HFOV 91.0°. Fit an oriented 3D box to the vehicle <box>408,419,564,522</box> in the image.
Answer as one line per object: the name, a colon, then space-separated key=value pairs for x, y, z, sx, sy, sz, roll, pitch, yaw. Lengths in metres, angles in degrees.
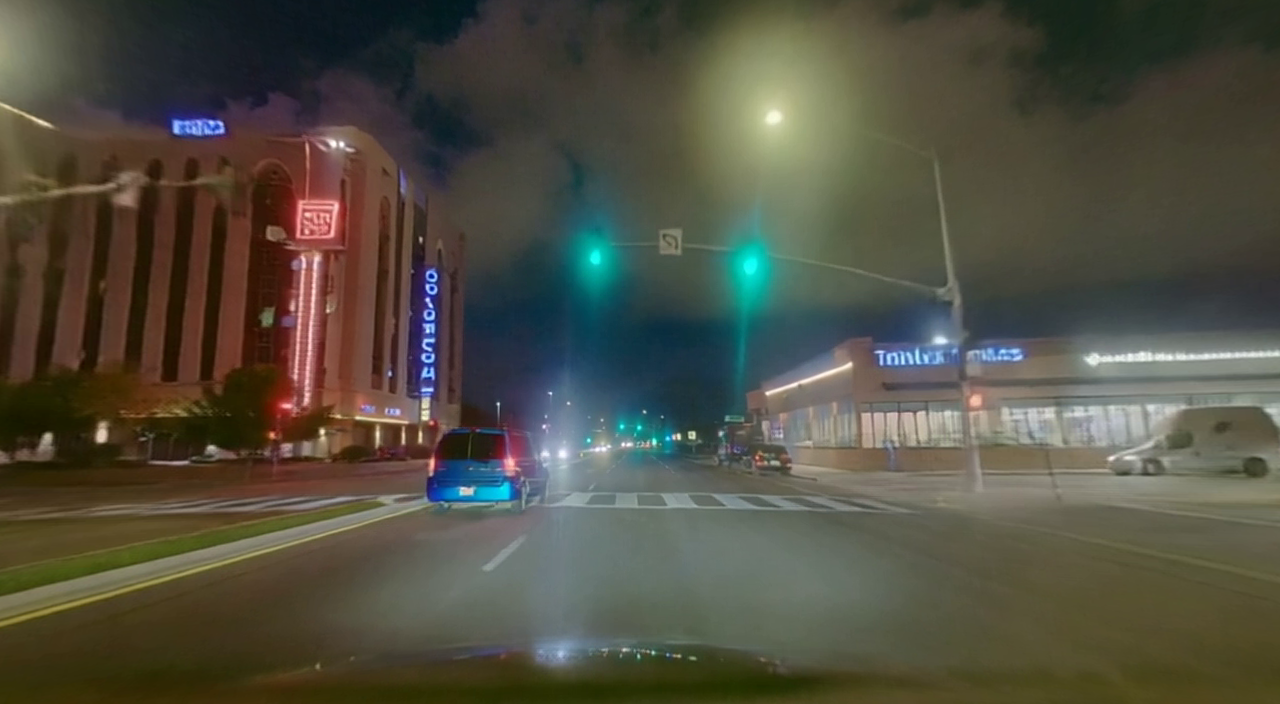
vehicle: x=-2.825 y=2.276 z=12.553 sx=2.080 sy=1.722 sz=3.766 roll=0 pitch=-8 yaw=1

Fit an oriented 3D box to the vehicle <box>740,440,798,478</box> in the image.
vehicle: x=6.435 y=5.355 z=31.935 sx=1.942 sy=1.753 sz=4.912 roll=0 pitch=-8 yaw=0

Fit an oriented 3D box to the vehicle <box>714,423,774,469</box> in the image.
vehicle: x=6.247 y=5.810 z=38.834 sx=2.642 sy=2.582 sz=6.157 roll=0 pitch=-8 yaw=0

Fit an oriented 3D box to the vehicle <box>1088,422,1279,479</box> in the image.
vehicle: x=20.989 y=3.773 z=24.206 sx=5.551 sy=2.016 sz=2.205 roll=-1 pitch=-9 yaw=7

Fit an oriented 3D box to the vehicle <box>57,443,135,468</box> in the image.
vehicle: x=-38.726 y=7.338 z=44.895 sx=1.758 sy=1.693 sz=4.003 roll=-1 pitch=-8 yaw=5
